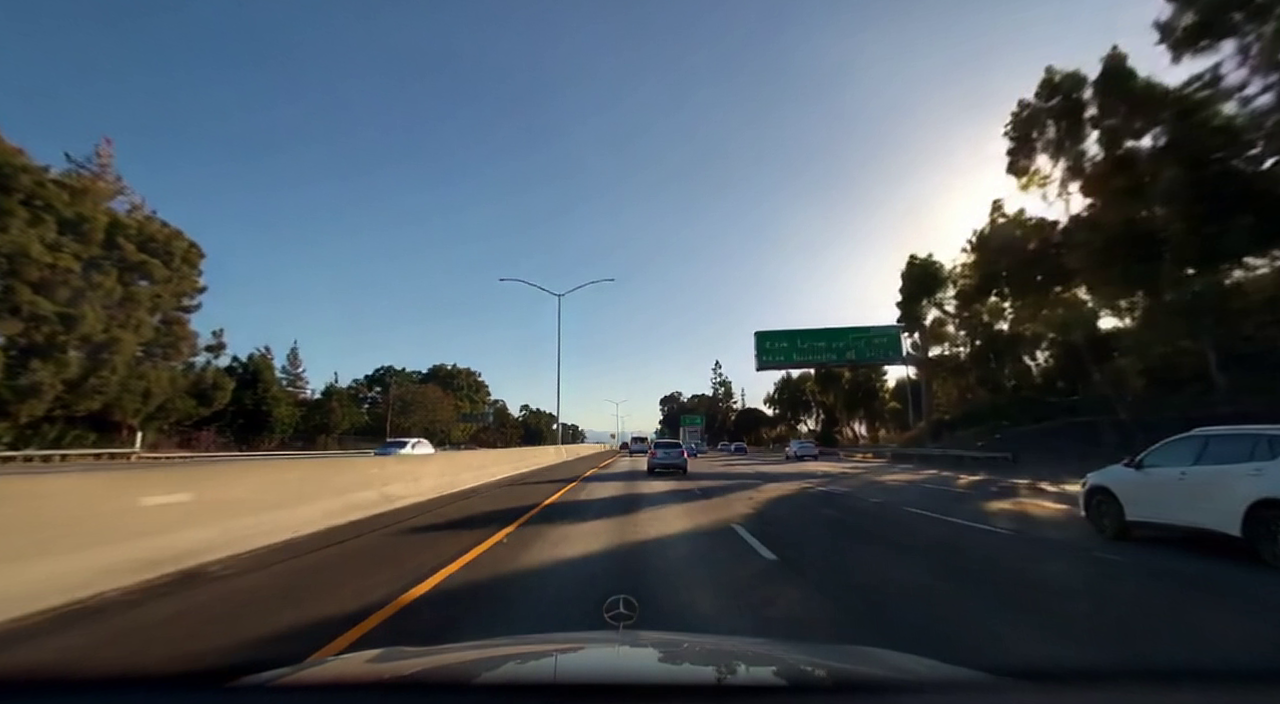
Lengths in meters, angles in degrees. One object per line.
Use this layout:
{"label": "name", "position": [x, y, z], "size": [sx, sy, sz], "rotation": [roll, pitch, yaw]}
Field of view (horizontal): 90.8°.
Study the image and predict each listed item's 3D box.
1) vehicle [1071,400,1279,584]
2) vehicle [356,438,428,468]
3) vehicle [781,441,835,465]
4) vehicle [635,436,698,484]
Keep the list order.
{"label": "vehicle", "position": [6.918, 1.360, 6.278], "size": [2.027, 1.679, 4.543], "rotation": [0, -8, 0]}
{"label": "vehicle", "position": [-9.910, 4.024, 25.489], "size": [1.628, 1.069, 3.386], "rotation": [1, -8, -2]}
{"label": "vehicle", "position": [10.812, 6.546, 41.035], "size": [2.087, 1.442, 4.834], "rotation": [0, -8, -1]}
{"label": "vehicle", "position": [0.869, 3.857, 23.040], "size": [1.864, 1.566, 4.446], "rotation": [0, -8, -3]}
